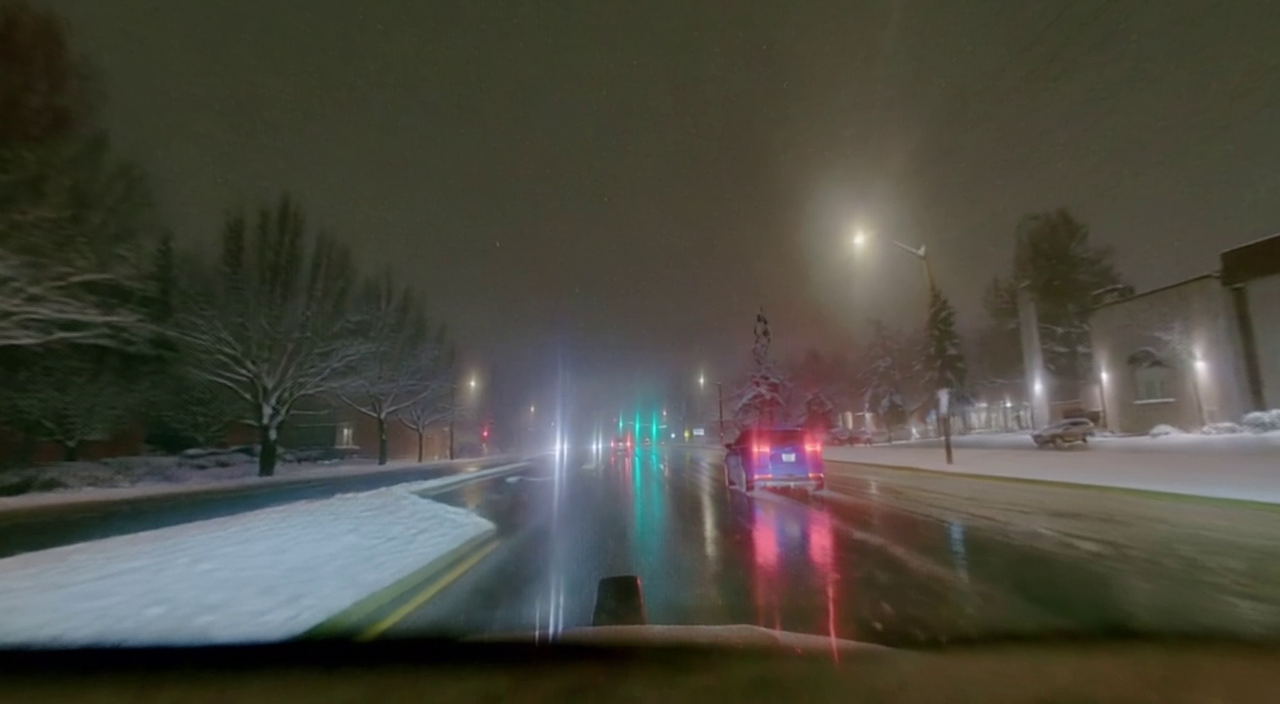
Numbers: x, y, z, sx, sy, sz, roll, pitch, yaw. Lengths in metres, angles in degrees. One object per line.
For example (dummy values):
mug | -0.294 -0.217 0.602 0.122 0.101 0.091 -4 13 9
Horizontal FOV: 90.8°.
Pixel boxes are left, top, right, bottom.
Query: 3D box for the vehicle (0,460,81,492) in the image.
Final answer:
vehicle | -30.859 6.141 31.302 4.415 1.418 1.961 0 -8 -1

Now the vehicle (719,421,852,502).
vehicle | 3.293 2.569 15.265 2.060 1.665 4.284 0 -8 -2

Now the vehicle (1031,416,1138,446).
vehicle | 34.157 6.092 48.660 6.681 2.063 2.342 -1 -7 -6

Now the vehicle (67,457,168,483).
vehicle | -30.507 6.902 36.986 4.070 1.399 2.041 0 -8 0
